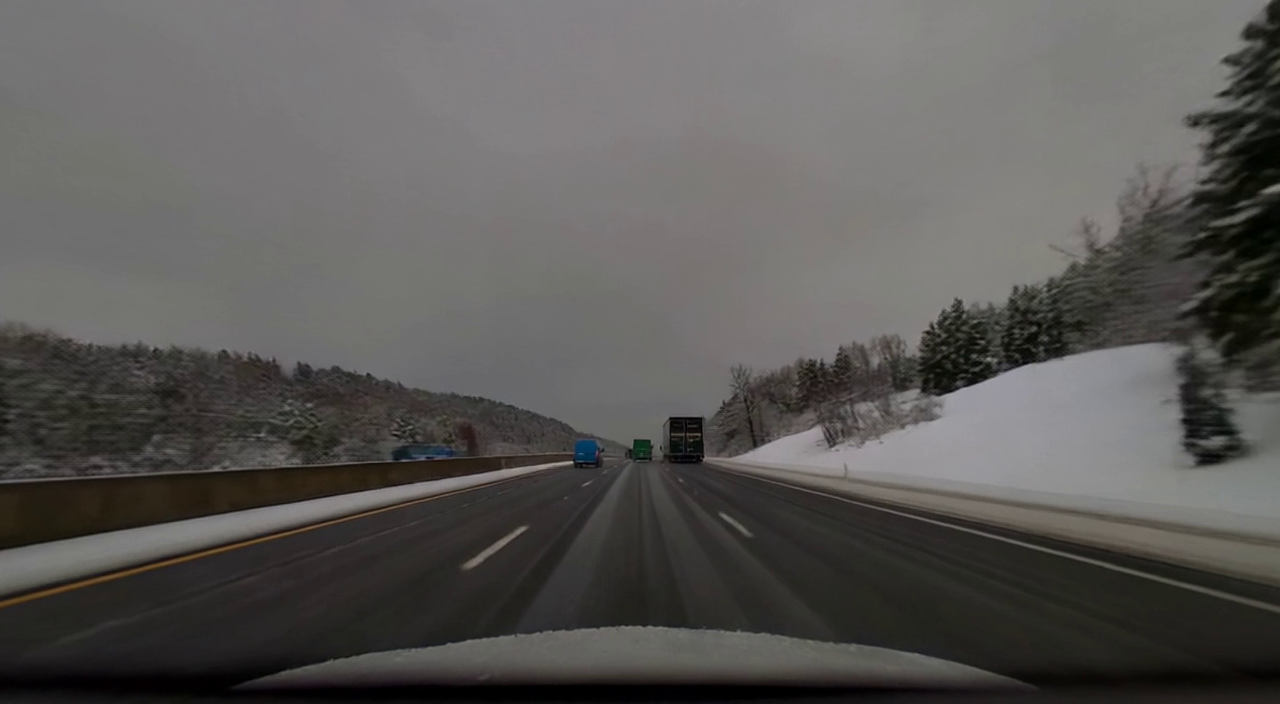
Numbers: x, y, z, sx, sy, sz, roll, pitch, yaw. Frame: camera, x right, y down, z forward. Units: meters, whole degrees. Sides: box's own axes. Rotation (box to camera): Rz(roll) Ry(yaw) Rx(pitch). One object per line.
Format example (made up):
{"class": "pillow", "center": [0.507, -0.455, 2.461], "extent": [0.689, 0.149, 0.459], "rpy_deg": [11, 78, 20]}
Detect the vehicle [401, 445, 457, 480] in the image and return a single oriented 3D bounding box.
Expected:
{"class": "vehicle", "center": [-16.218, 8.516, 48.847], "extent": [2.308, 2.449, 5.847], "rpy_deg": [0, -9, 0]}

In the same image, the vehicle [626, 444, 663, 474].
{"class": "vehicle", "center": [0.313, 6.637, 39.281], "extent": [2.166, 1.747, 4.299], "rpy_deg": [0, -9, 1]}

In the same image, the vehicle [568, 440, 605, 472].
{"class": "vehicle", "center": [-3.592, 7.109, 43.175], "extent": [1.955, 2.004, 4.792], "rpy_deg": [-1, -9, 1]}
